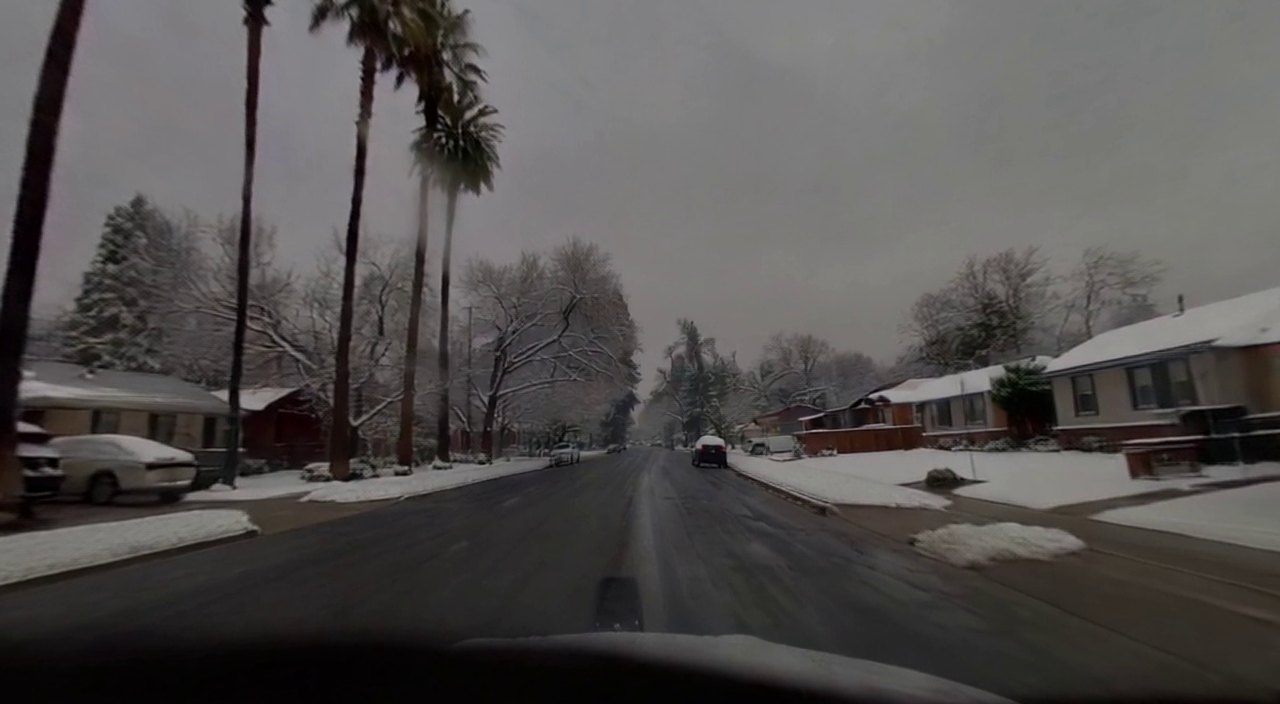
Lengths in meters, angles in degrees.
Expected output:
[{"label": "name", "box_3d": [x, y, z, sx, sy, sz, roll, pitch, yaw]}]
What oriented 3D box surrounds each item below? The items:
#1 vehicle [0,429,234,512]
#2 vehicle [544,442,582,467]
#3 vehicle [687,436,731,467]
[{"label": "vehicle", "box_3d": [-13.013, 2.857, 15.418, 4.743, 1.849, 1.976, 0, -8, 2]}, {"label": "vehicle", "box_3d": [-5.424, 7.301, 44.968, 2.005, 1.706, 4.428, -1, -8, 3]}, {"label": "vehicle", "box_3d": [4.127, 6.051, 38.360, 2.176, 1.762, 4.622, 0, -8, 1]}]
